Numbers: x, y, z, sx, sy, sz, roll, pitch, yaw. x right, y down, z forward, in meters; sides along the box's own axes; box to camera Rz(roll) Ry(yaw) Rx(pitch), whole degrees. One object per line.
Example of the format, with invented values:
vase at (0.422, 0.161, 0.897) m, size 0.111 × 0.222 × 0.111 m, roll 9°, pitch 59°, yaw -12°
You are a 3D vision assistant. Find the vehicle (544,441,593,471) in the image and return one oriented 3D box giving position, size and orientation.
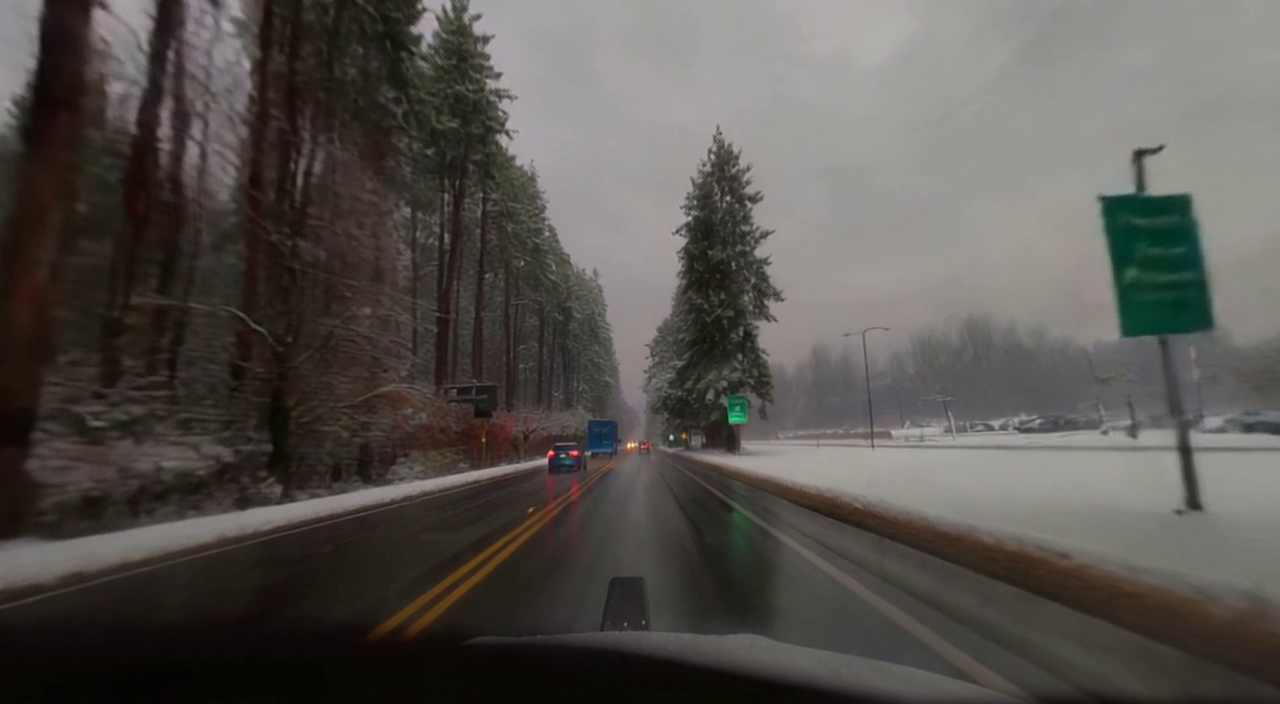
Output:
vehicle at (-3.648, 5.389, 32.932) m, size 2.005 × 1.462 × 4.345 m, roll 0°, pitch -8°, yaw 0°
